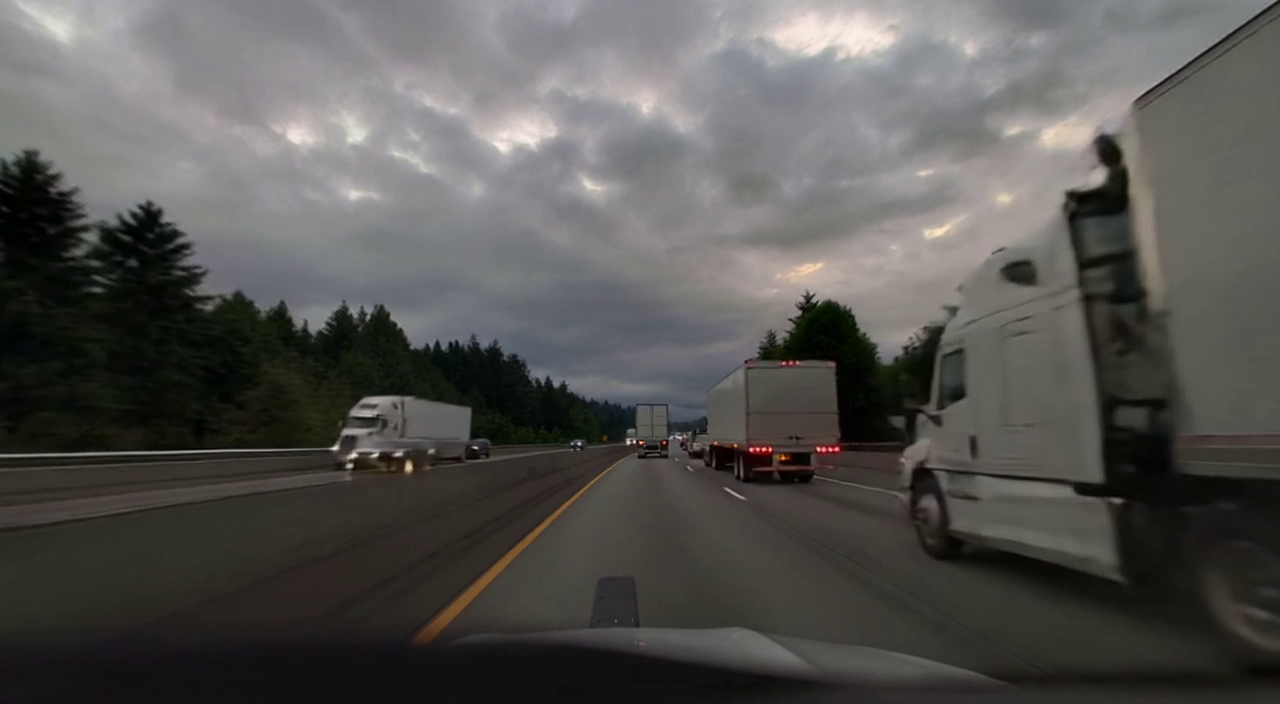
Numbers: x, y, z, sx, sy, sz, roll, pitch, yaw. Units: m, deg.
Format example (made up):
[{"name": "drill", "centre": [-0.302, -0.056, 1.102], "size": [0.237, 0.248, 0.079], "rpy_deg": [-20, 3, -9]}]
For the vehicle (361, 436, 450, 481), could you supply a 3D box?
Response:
[{"name": "vehicle", "centre": [-8.334, 3.802, 22.729], "size": [1.857, 1.465, 3.651], "rpy_deg": [0, -8, -1]}]

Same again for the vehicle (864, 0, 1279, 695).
[{"name": "vehicle", "centre": [4.857, -0.104, 3.960], "size": [2.948, 3.968, 10.119], "rpy_deg": [0, -8, -1]}]

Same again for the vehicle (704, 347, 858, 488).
[{"name": "vehicle", "centre": [4.826, 2.885, 25.527], "size": [2.851, 4.077, 14.289], "rpy_deg": [0, -8, 0]}]

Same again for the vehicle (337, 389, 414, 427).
[{"name": "vehicle", "centre": [-13.062, 2.854, 31.370], "size": [1.938, 1.642, 4.195], "rpy_deg": [0, -8, 1]}]

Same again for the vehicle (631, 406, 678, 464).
[{"name": "vehicle", "centre": [0.831, 5.232, 39.400], "size": [2.644, 3.247, 7.454], "rpy_deg": [0, -8, 0]}]
